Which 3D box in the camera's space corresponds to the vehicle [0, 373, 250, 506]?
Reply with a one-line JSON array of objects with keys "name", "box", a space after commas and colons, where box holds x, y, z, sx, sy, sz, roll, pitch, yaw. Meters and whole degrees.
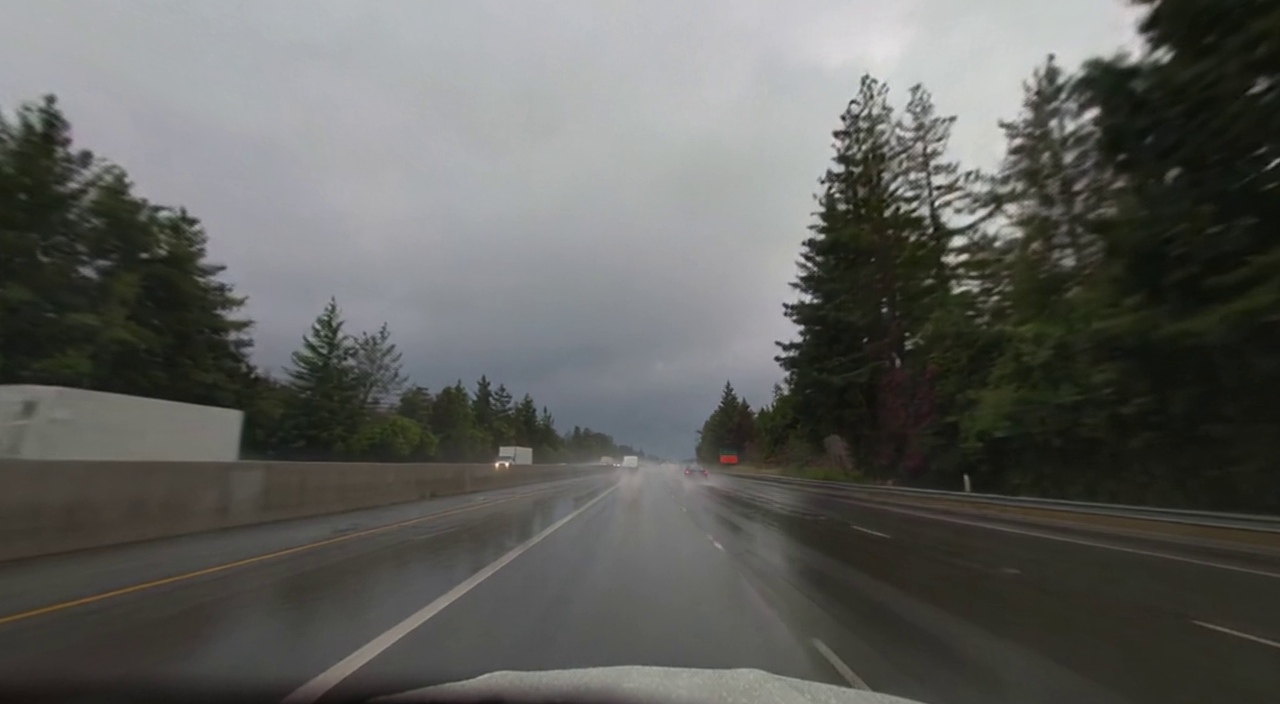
[{"name": "vehicle", "box": [-21.560, 3.739, 25.363, 2.926, 4.109, 13.439, 1, -10, 1]}]

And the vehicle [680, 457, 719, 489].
[{"name": "vehicle", "box": [3.785, 7.855, 40.984, 2.093, 1.933, 4.623, 1, -10, 0]}]
